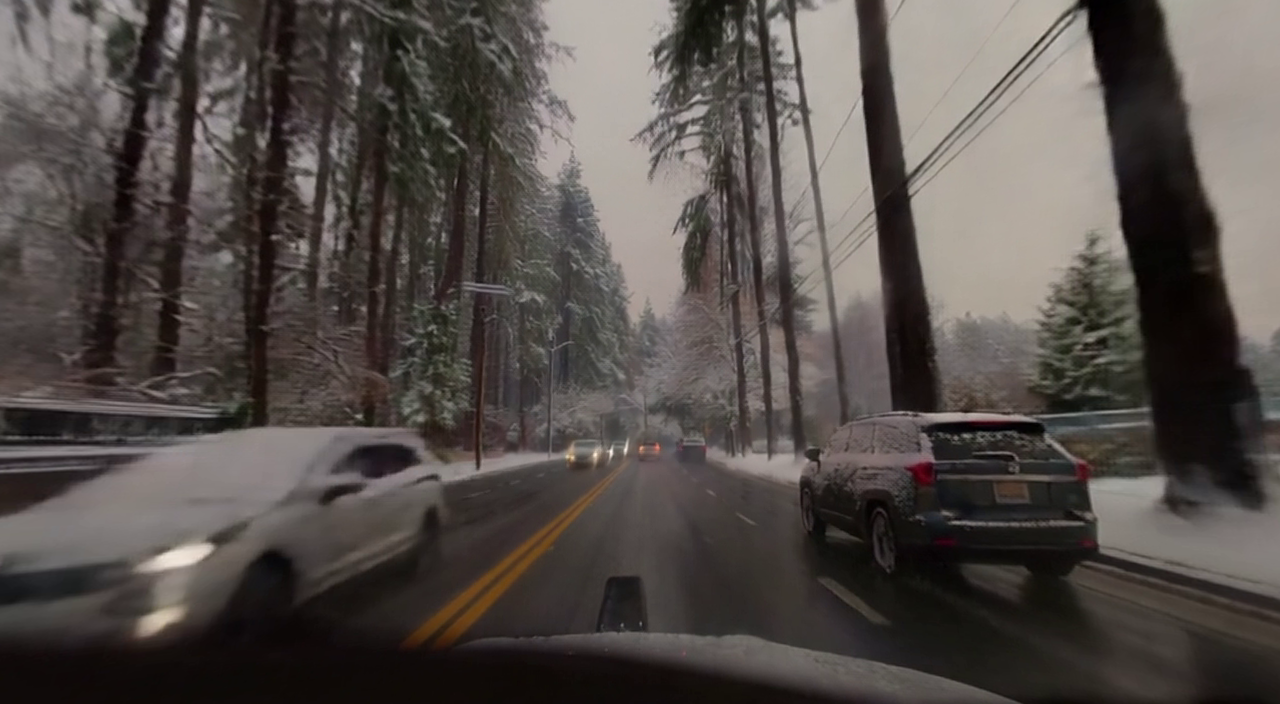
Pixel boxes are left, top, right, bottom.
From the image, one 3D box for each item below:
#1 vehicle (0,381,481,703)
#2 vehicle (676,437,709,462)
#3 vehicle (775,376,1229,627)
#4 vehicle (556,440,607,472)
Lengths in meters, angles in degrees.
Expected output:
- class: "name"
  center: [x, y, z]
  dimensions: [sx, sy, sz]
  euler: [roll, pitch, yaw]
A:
- class: "vehicle"
  center: [-2.931, 1.198, 4.550]
  dimensions: [2.182, 1.486, 4.809]
  euler: [0, -8, 1]
- class: "vehicle"
  center: [3.926, 7.354, 47.582]
  dimensions: [2.069, 1.791, 4.422]
  euler: [0, -8, 0]
- class: "vehicle"
  center: [3.280, 1.497, 7.353]
  dimensions: [2.219, 1.881, 5.104]
  euler: [0, -8, 0]
- class: "vehicle"
  center: [-2.934, 5.318, 32.435]
  dimensions: [2.096, 1.515, 4.481]
  euler: [0, -8, 2]
